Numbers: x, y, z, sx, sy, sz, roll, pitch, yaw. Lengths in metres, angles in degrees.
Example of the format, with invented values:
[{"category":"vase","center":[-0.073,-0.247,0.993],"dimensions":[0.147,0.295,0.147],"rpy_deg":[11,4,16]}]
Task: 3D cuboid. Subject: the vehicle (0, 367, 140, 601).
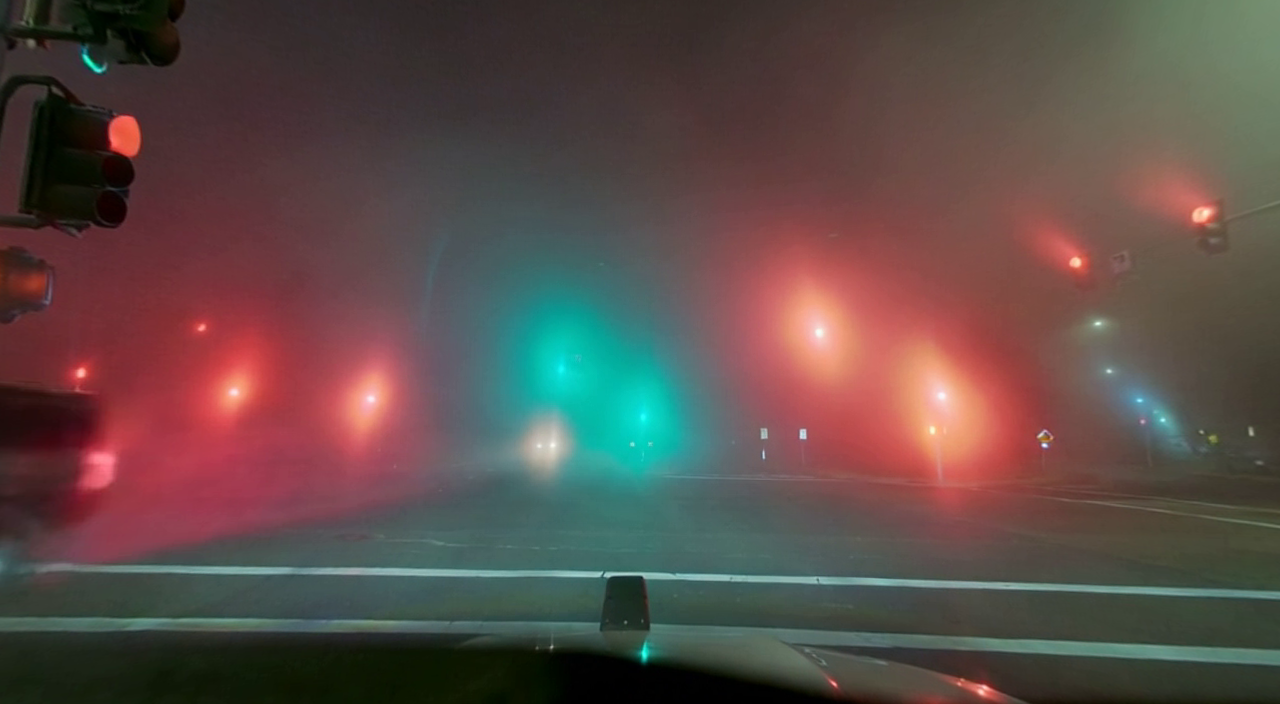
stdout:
[{"category":"vehicle","center":[-6.091,0.810,3.437],"dimensions":[2.234,1.796,5.416],"rpy_deg":[0,-8,0]}]
